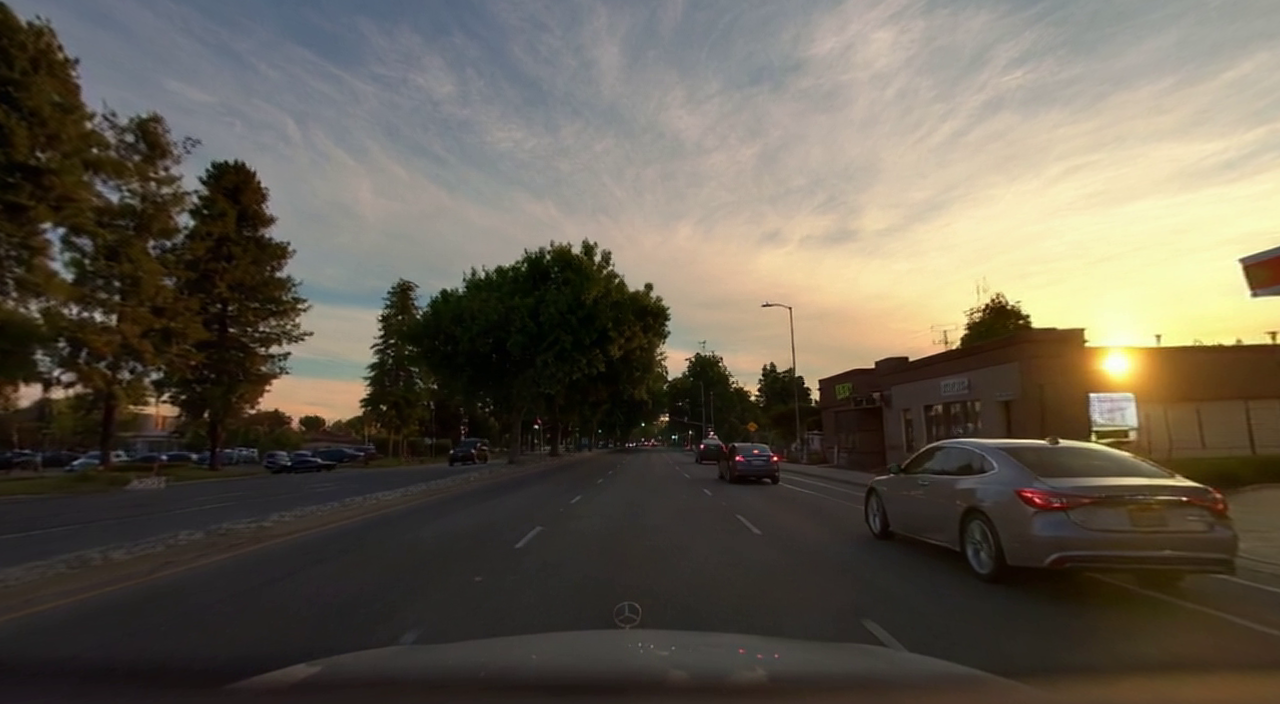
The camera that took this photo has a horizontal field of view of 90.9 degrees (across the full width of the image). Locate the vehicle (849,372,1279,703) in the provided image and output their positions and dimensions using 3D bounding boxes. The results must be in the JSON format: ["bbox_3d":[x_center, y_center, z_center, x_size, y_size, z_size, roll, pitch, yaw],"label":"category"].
[{"bbox_3d":[3.631,1.286,5.570,1.875,1.665,4.931,0,-8,0],"label":"vehicle"}]

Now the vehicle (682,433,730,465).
[{"bbox_3d":[4.325,6.494,42.221,2.611,1.983,5.165,0,-8,0],"label":"vehicle"}]

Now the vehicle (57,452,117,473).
[{"bbox_3d":[-41.304,8.217,47.139,1.583,1.354,4.281,1,-7,-15],"label":"vehicle"}]

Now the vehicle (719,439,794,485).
[{"bbox_3d":[4.009,3.857,22.444,1.871,1.442,4.122,0,-8,0],"label":"vehicle"}]
